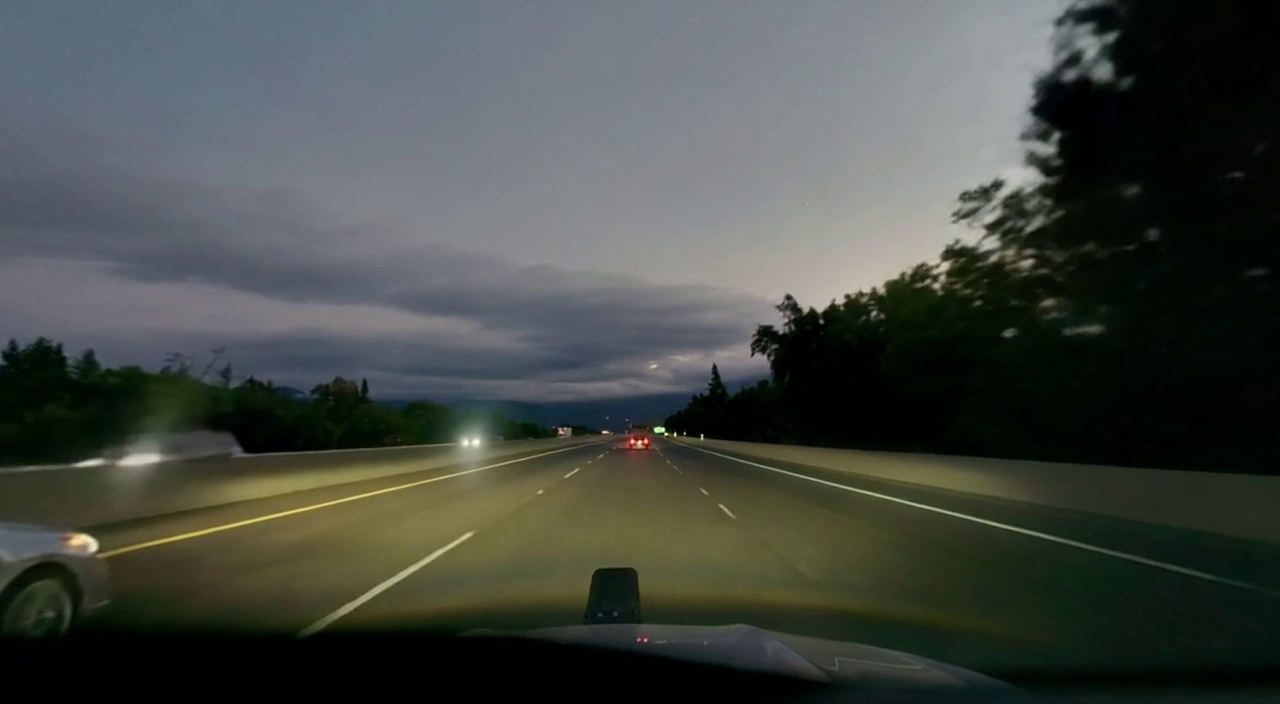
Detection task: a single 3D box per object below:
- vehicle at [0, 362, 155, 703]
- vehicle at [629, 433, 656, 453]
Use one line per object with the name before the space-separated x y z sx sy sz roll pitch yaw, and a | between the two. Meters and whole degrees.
vehicle | -4.060 0.707 1.688 2.064 1.647 4.381 0 -8 -1
vehicle | 0.159 6.864 47.767 1.911 1.449 3.776 0 -7 -2
